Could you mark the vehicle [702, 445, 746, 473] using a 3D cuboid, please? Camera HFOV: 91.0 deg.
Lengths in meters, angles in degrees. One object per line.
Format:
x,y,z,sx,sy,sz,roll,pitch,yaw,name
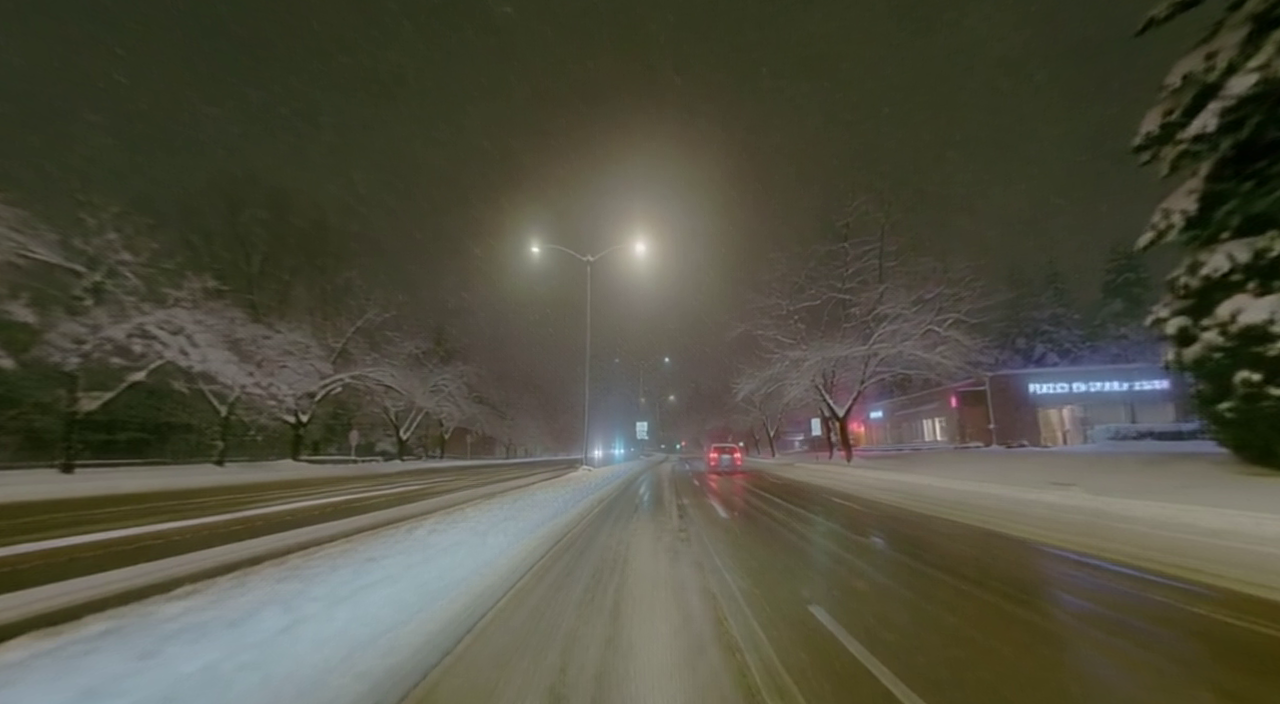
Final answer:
4.744,6.122,36.298,2.015,1.479,4.444,0,-9,1,vehicle
